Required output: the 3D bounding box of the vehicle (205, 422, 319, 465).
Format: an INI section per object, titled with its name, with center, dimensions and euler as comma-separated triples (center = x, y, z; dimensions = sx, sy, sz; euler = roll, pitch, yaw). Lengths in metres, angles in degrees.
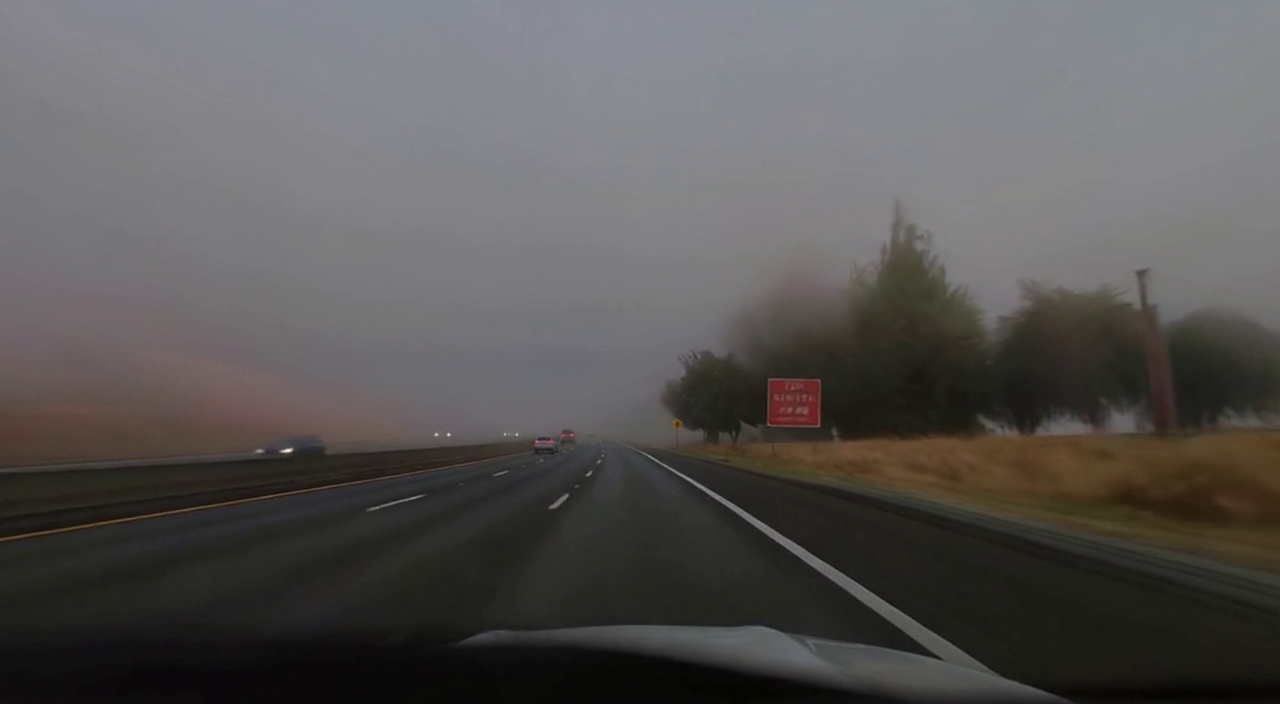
[vehicle]
center = -17.560, 4.318, 29.654
dimensions = 2.333, 1.833, 4.988
euler = 0, -8, -1
